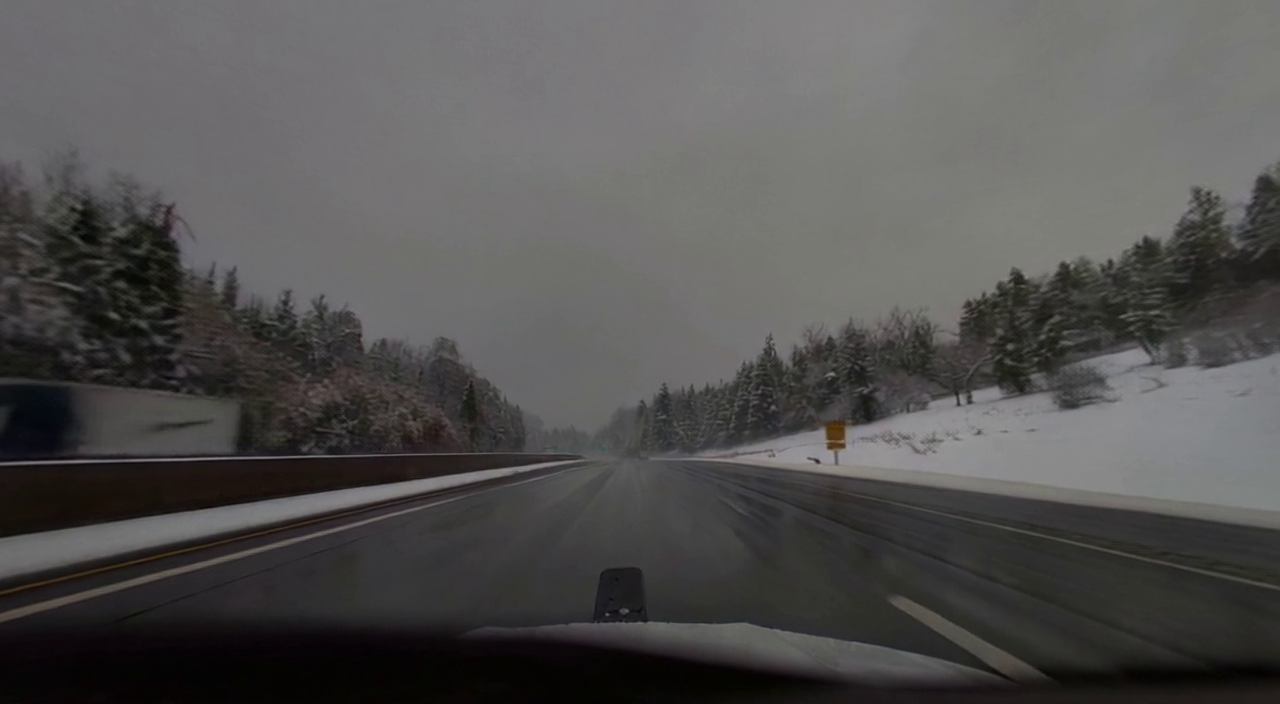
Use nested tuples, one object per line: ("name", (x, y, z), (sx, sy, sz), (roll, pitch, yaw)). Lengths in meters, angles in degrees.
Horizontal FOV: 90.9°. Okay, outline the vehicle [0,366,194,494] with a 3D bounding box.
("vehicle", (-17.203, 2.362, 18.327), (2.685, 3.137, 7.722), (0, -9, 0))
